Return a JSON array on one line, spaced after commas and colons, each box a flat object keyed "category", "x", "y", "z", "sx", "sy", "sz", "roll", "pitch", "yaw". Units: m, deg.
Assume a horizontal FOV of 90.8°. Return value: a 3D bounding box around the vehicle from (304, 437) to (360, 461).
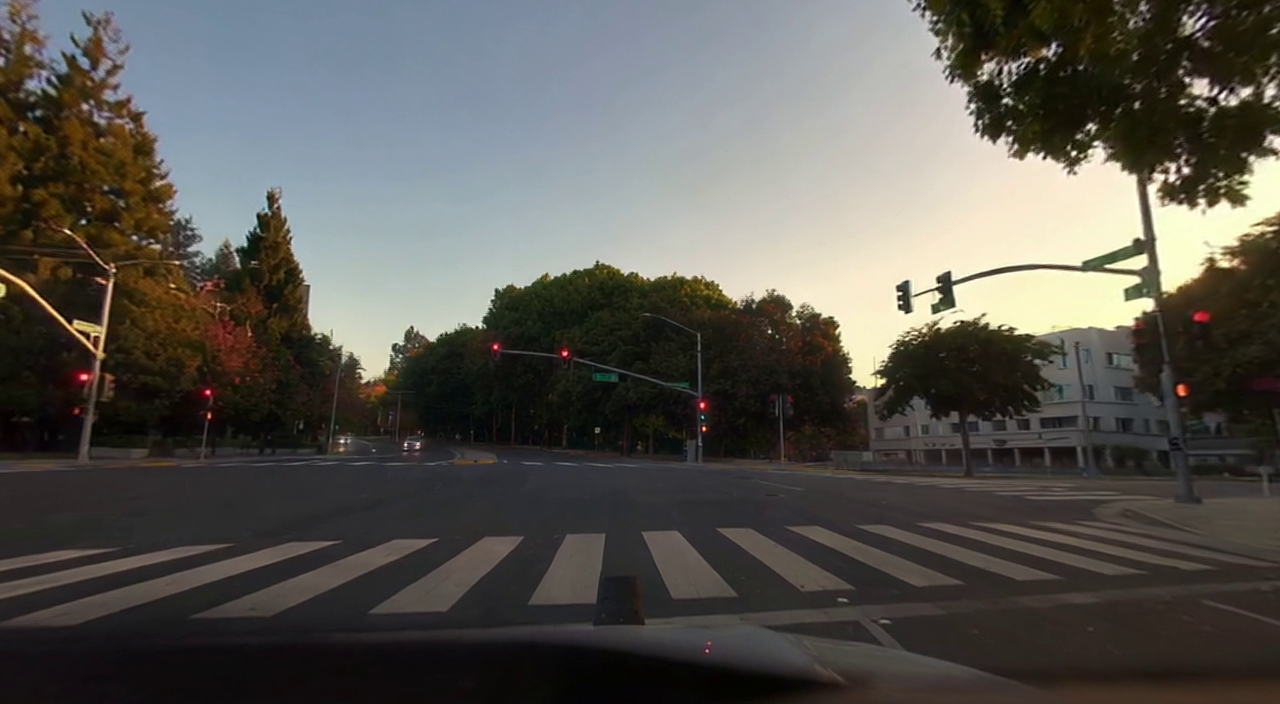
[{"category": "vehicle", "x": -20.089, "y": 6.341, "z": 41.434, "sx": 1.918, "sy": 1.432, "sz": 4.433, "roll": 1, "pitch": -9, "yaw": -7}]
